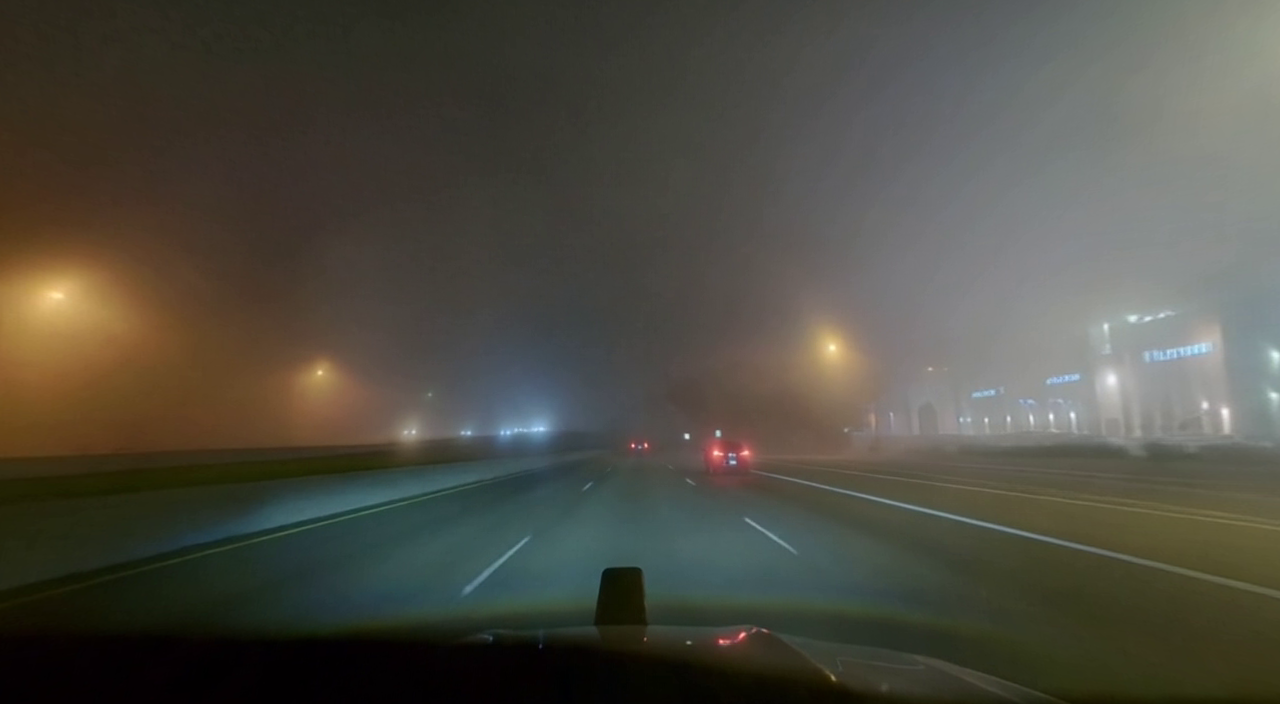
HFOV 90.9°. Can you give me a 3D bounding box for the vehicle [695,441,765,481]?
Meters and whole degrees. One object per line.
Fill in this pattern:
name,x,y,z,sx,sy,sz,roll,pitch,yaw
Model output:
vehicle,3.497,4.338,25.436,2.069,1.431,4.313,0,-8,-2
